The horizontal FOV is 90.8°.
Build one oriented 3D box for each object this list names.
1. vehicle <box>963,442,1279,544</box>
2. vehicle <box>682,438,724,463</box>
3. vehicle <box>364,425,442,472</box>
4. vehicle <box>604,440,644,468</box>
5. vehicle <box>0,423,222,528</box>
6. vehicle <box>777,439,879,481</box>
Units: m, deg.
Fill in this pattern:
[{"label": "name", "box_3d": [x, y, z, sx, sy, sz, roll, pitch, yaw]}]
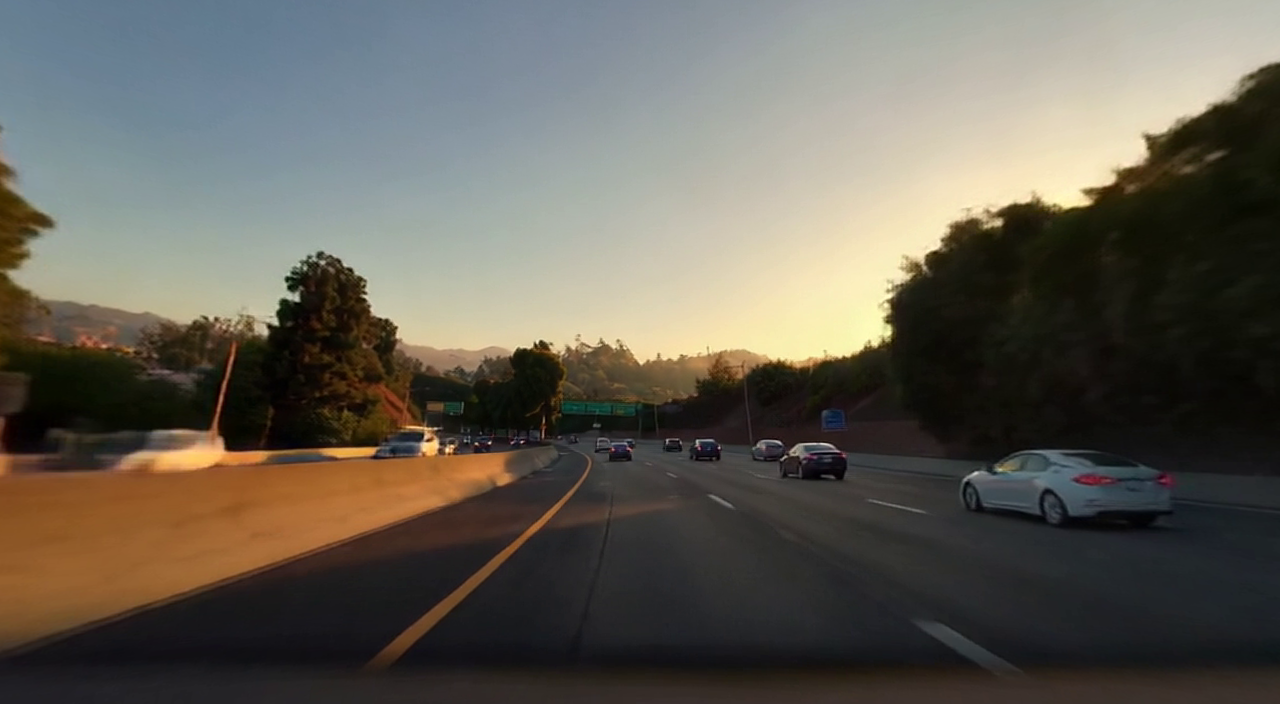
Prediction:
[{"label": "vehicle", "box_3d": [7.949, 2.298, 11.056, 2.042, 1.390, 4.386, 1, -9, -4]}, {"label": "vehicle", "box_3d": [4.210, 6.702, 42.998, 2.094, 1.652, 3.955, 1, -9, -5]}, {"label": "vehicle", "box_3d": [-10.528, 4.342, 28.422, 2.064, 1.918, 4.078, 0, -9, -3]}, {"label": "vehicle", "box_3d": [-0.985, 5.824, 36.183, 2.090, 1.510, 4.280, 1, -9, -4]}, {"label": "vehicle", "box_3d": [-9.670, 2.047, 10.995, 1.844, 1.451, 4.488, 0, -9, -3]}, {"label": "vehicle", "box_3d": [7.290, 4.265, 25.150, 2.196, 1.494, 4.735, 1, -9, -6]}]
